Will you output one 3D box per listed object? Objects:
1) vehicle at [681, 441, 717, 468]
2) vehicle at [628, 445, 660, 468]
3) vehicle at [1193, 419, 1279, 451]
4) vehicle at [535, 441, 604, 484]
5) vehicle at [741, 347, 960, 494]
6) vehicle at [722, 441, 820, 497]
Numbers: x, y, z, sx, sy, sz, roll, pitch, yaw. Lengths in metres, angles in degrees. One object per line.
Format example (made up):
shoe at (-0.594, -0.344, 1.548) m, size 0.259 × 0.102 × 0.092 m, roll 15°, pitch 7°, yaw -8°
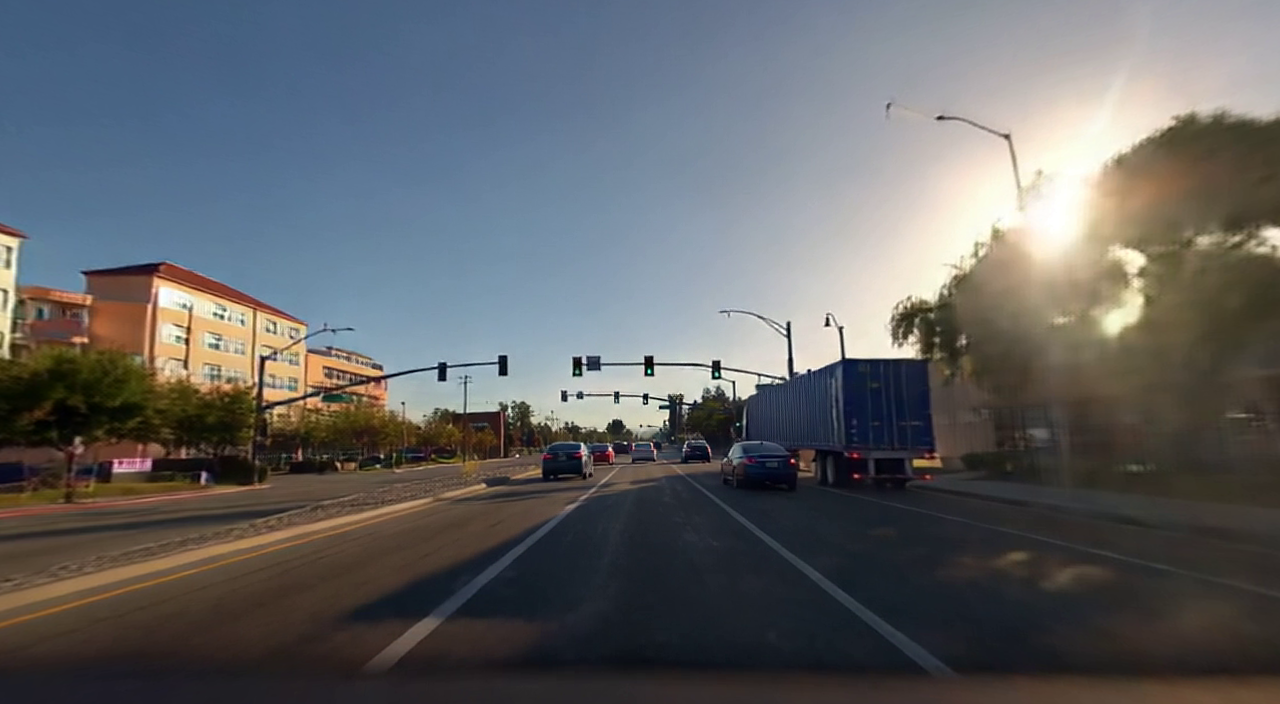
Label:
vehicle at (3.902, 6.881, 42.561) m, size 2.050 × 1.683 × 3.990 m, roll 0°, pitch -8°, yaw 0°
vehicle at (0.242, 7.039, 42.773) m, size 2.020 × 1.461 × 4.326 m, roll 0°, pitch -8°, yaw 0°
vehicle at (36.281, 4.910, 37.405) m, size 5.045 × 1.644 × 1.906 m, roll -3°, pitch -8°, yaw -3°
vehicle at (-2.599, 4.189, 24.241) m, size 2.003 × 1.509 × 4.396 m, roll 0°, pitch -8°, yaw 2°
vehicle at (7.483, 3.251, 27.054) m, size 3.383 × 4.268 × 17.469 m, roll 0°, pitch -8°, yaw 0°
vehicle at (3.736, 3.393, 18.772) m, size 1.972 × 1.452 × 4.189 m, roll 0°, pitch -8°, yaw -1°
